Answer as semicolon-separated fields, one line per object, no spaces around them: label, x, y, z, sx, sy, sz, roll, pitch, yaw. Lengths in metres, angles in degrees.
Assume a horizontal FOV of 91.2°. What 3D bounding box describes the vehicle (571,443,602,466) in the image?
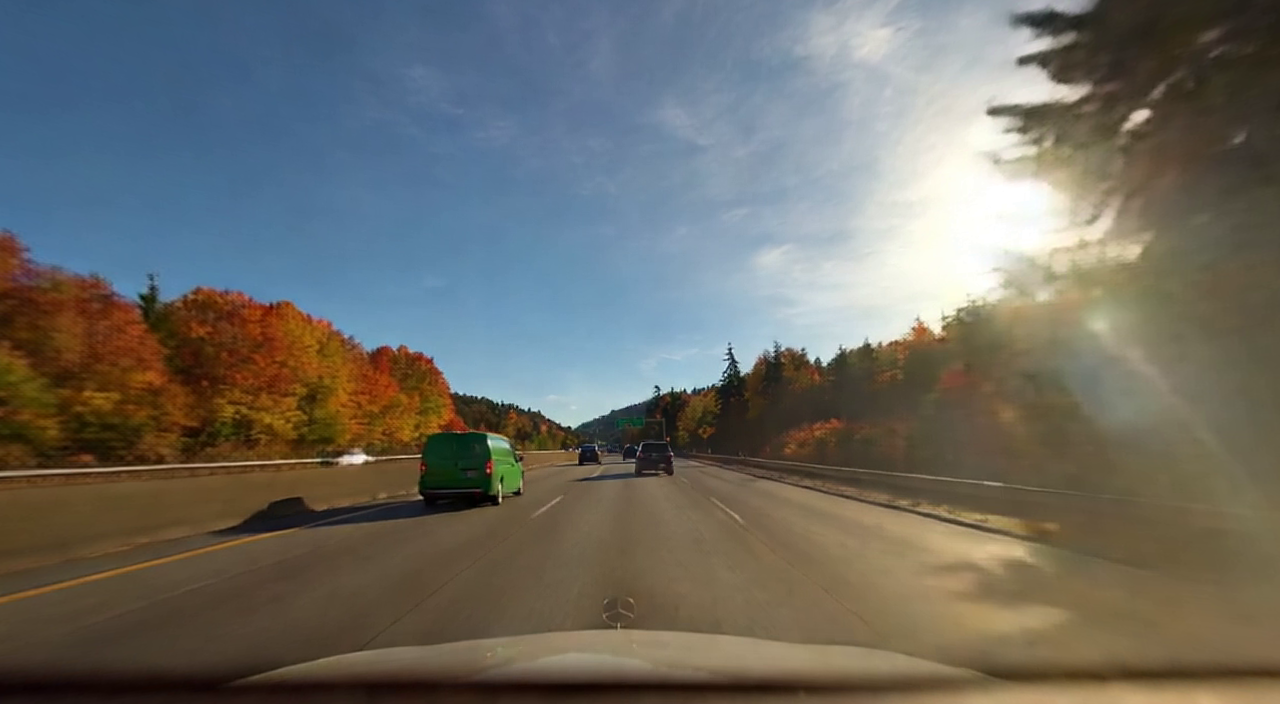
vehicle;-4.198;8.146;49.908;2.088;1.688;4.365;0;-9;-1

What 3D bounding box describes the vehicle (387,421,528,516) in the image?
vehicle;-3.846;2.538;14.006;2.021;1.790;3.907;0;-9;-1

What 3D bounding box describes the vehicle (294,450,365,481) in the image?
vehicle;-16.781;6.125;34.069;1.845;1.515;3.851;0;-9;0

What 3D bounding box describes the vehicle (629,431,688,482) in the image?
vehicle;0.690;4.405;26.608;2.179;1.930;4.538;0;-9;-2
